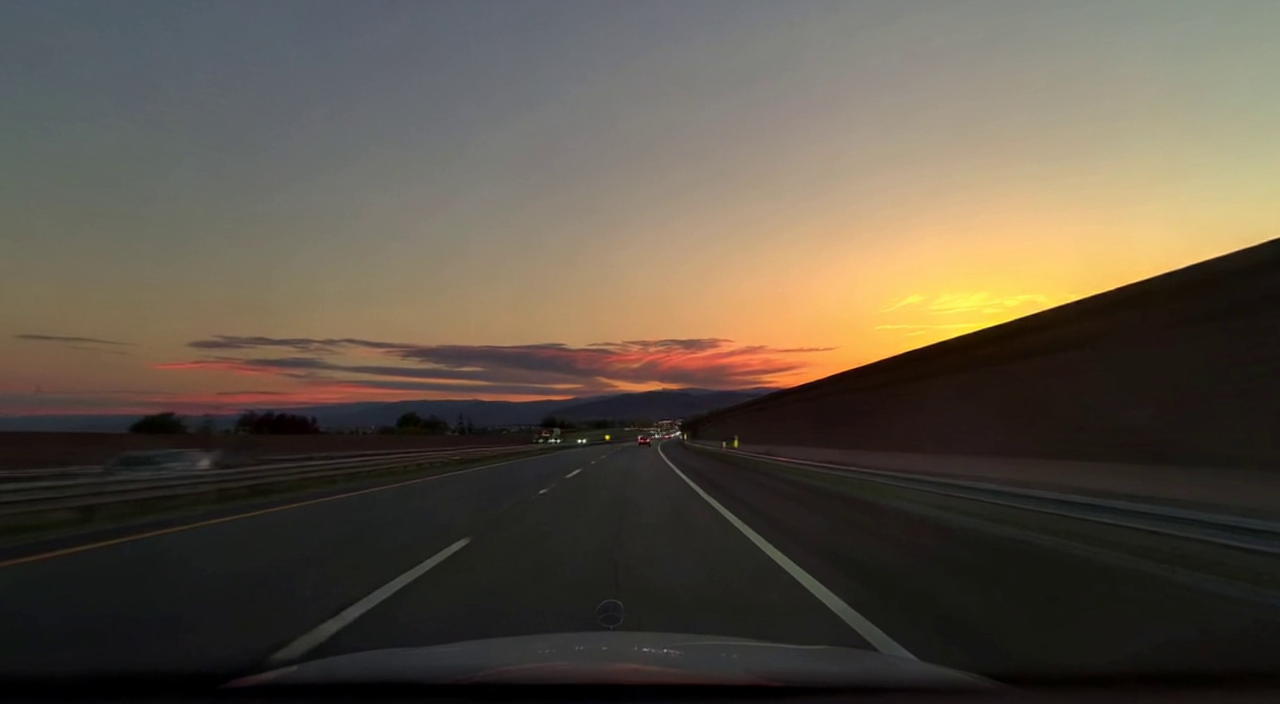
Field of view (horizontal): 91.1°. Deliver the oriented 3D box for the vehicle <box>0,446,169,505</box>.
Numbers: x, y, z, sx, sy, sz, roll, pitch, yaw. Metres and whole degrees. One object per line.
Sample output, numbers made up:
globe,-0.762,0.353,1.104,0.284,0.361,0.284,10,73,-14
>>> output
vehicle,-16.516,3.581,18.700,1.821,1.486,4.099,0,-8,0
